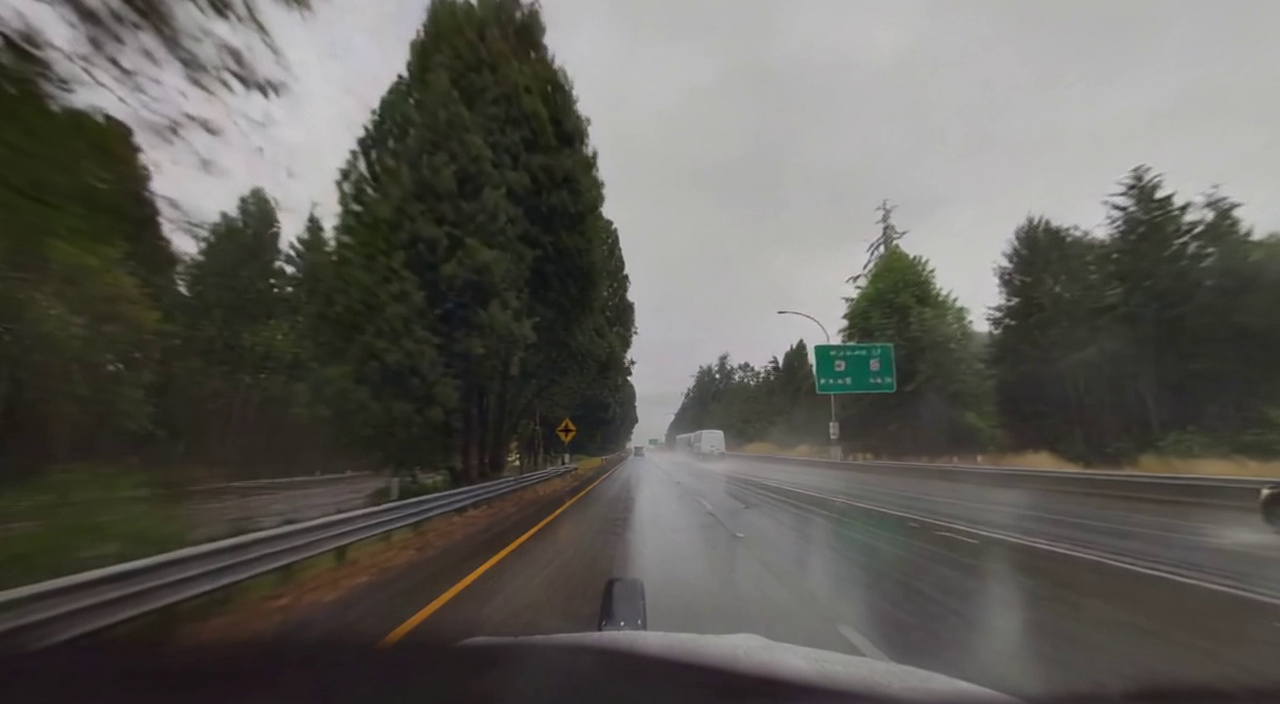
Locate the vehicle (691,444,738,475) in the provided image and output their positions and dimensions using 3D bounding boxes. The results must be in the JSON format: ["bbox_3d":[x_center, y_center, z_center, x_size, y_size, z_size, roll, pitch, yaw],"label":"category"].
[{"bbox_3d":[4.155,6.097,35.855,2.058,1.605,4.116,0,-9,-2],"label":"vehicle"}]
